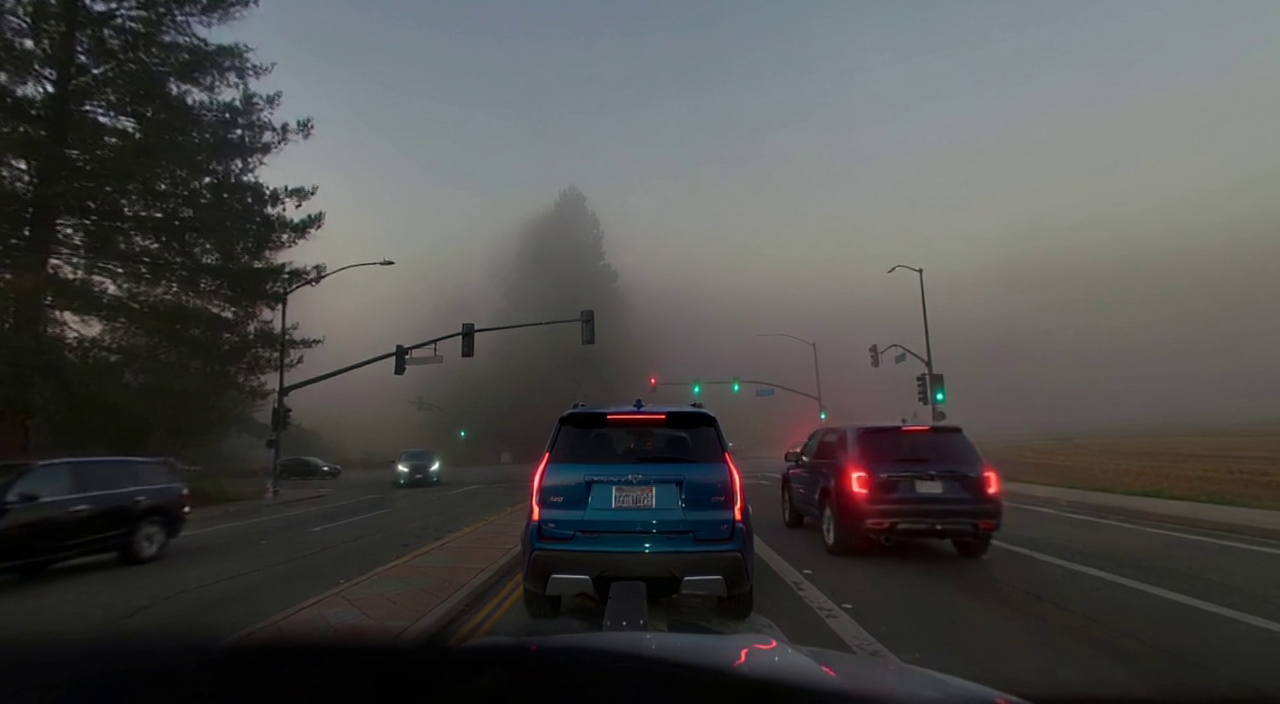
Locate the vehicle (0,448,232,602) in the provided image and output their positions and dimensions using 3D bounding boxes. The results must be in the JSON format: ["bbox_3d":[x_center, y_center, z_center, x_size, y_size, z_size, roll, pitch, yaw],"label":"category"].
[{"bbox_3d":[-7.943,2.087,8.251,2.192,1.606,4.510,0,-8,0],"label":"vehicle"}]

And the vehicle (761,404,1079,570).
[{"bbox_3d":[3.324,1.720,8.811,2.340,1.693,4.516,0,-8,0],"label":"vehicle"}]

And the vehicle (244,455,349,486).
[{"bbox_3d":[-18.049,6.176,33.164,4.559,1.458,2.265,-3,-9,19],"label":"vehicle"}]

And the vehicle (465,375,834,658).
[{"bbox_3d":[0.051,1.331,6.106,2.298,1.770,4.138,0,-8,0],"label":"vehicle"}]

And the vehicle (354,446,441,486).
[{"bbox_3d":[-11.310,5.237,29.280,2.026,1.680,4.608,8,-12,-44],"label":"vehicle"}]
